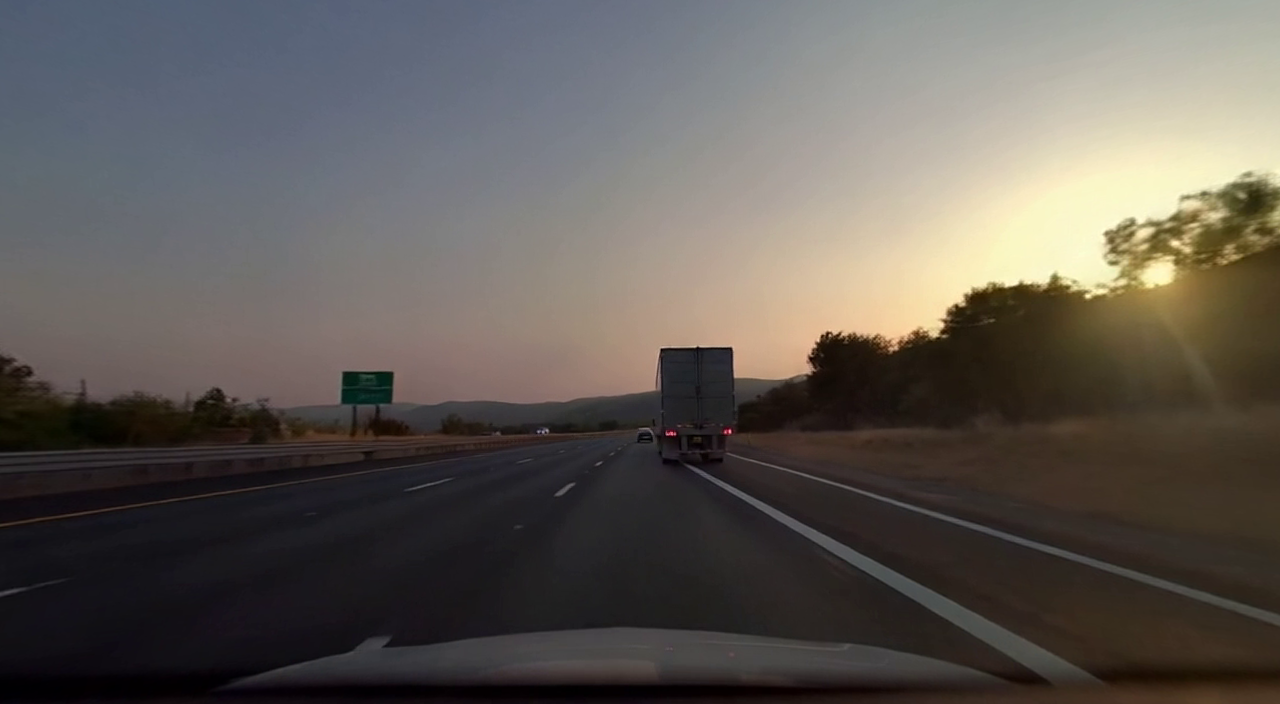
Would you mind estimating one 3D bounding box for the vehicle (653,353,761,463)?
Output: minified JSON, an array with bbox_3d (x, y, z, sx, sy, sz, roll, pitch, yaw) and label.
[{"bbox_3d":[2.362,2.676,27.274,3.446,3.698,12.089,0,-8,0],"label":"vehicle"}]
